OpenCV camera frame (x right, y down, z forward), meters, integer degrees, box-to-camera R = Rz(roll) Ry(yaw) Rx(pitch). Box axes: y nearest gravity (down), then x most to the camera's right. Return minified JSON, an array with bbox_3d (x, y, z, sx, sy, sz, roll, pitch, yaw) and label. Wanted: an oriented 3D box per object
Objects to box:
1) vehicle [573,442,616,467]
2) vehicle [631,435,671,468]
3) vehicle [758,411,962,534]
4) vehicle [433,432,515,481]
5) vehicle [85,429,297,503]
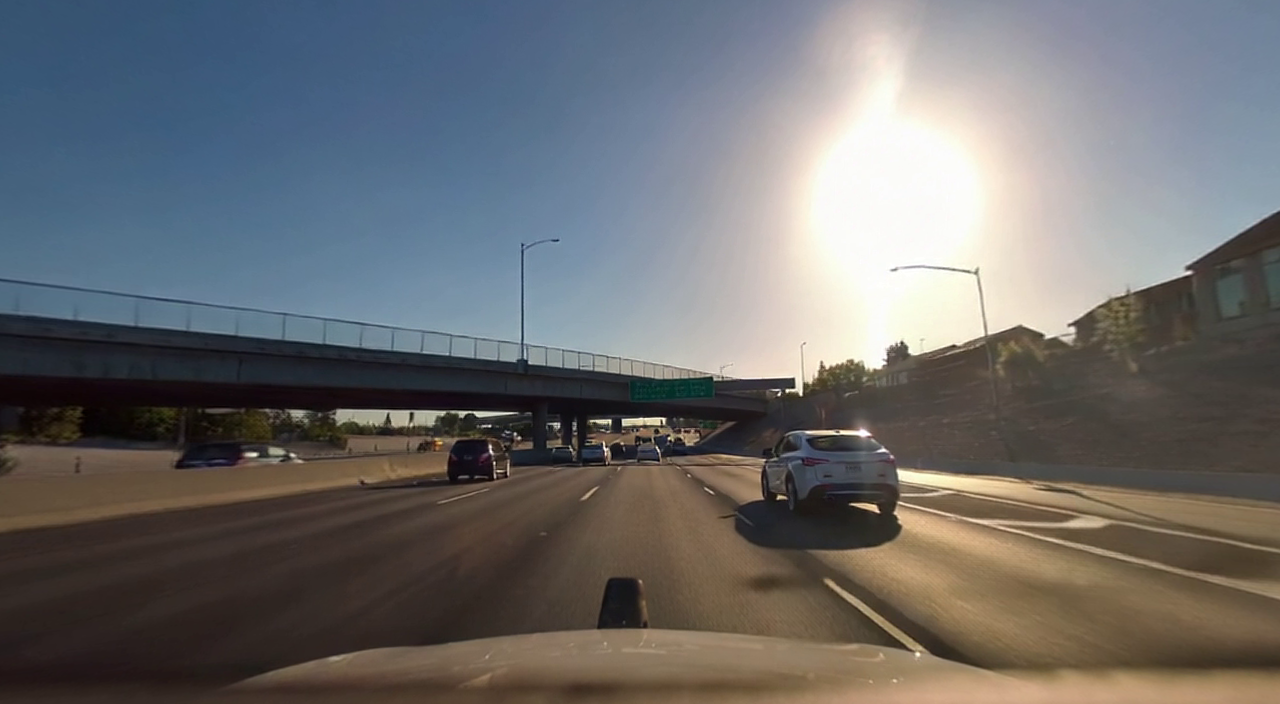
[{"bbox_3d":[-2.680,6.177,38.103,2.205,1.406,4.286,0,-8,1],"label":"vehicle"},{"bbox_3d":[0.662,5.589,35.594,2.133,1.739,3.925,0,-8,2],"label":"vehicle"},{"bbox_3d":[3.708,2.129,11.737,2.083,1.823,4.627,0,-8,0],"label":"vehicle"},{"bbox_3d":[-6.220,3.968,24.163,1.946,1.688,4.019,0,-8,1],"label":"vehicle"},{"bbox_3d":[-11.890,3.038,17.323,2.076,1.701,5.093,0,-8,0],"label":"vehicle"}]
